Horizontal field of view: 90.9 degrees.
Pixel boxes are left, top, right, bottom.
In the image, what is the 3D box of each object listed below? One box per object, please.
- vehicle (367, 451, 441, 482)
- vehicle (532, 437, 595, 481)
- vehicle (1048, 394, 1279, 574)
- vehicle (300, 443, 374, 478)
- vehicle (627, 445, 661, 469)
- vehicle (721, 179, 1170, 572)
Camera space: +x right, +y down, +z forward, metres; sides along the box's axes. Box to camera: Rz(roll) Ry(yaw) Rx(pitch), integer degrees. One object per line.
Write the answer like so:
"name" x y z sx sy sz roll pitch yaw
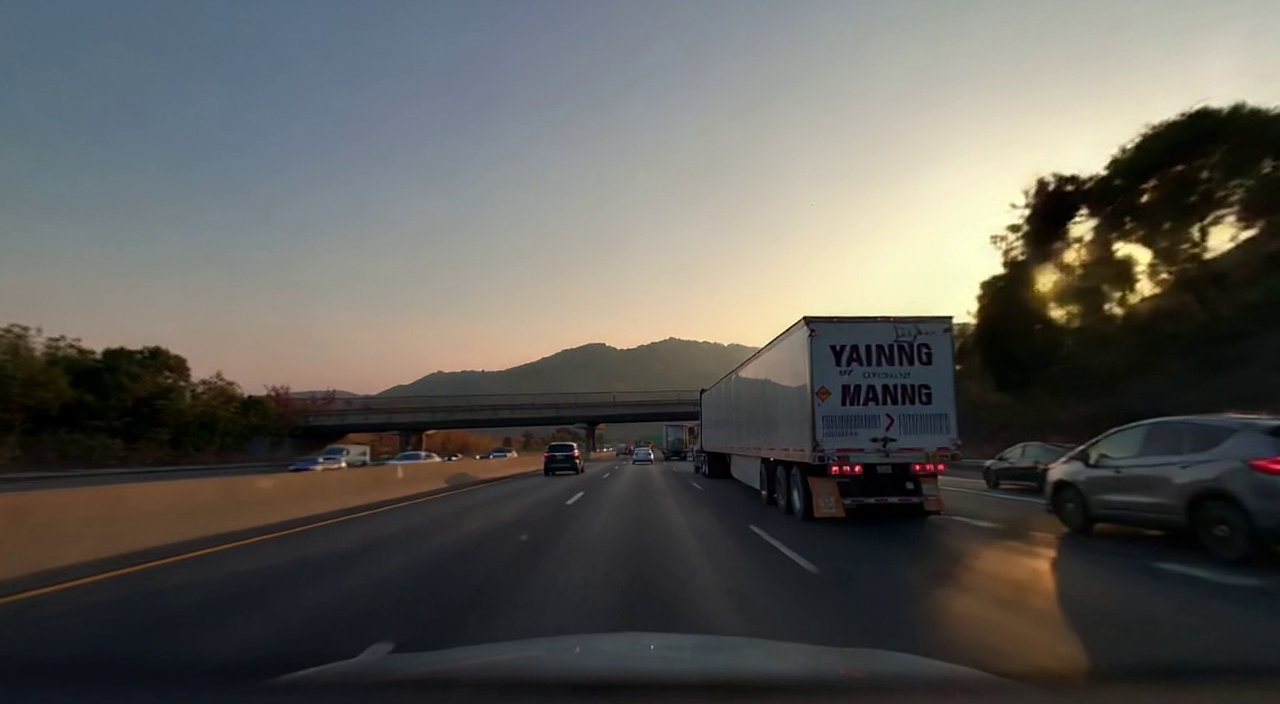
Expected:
"vehicle" -12.459 6.060 33.676 2.044 1.481 4.822 0 -9 1
"vehicle" -3.193 4.585 27.188 2.058 1.711 4.226 0 -9 1
"vehicle" 7.252 1.441 7.198 2.060 1.732 4.684 0 -9 0
"vehicle" -23.456 8.411 49.196 2.531 2.538 6.239 0 -9 0
"vehicle" 0.256 6.802 41.058 2.063 1.469 4.208 0 -9 0
"vehicle" 3.849 1.094 12.741 2.821 4.077 12.562 0 -9 0
